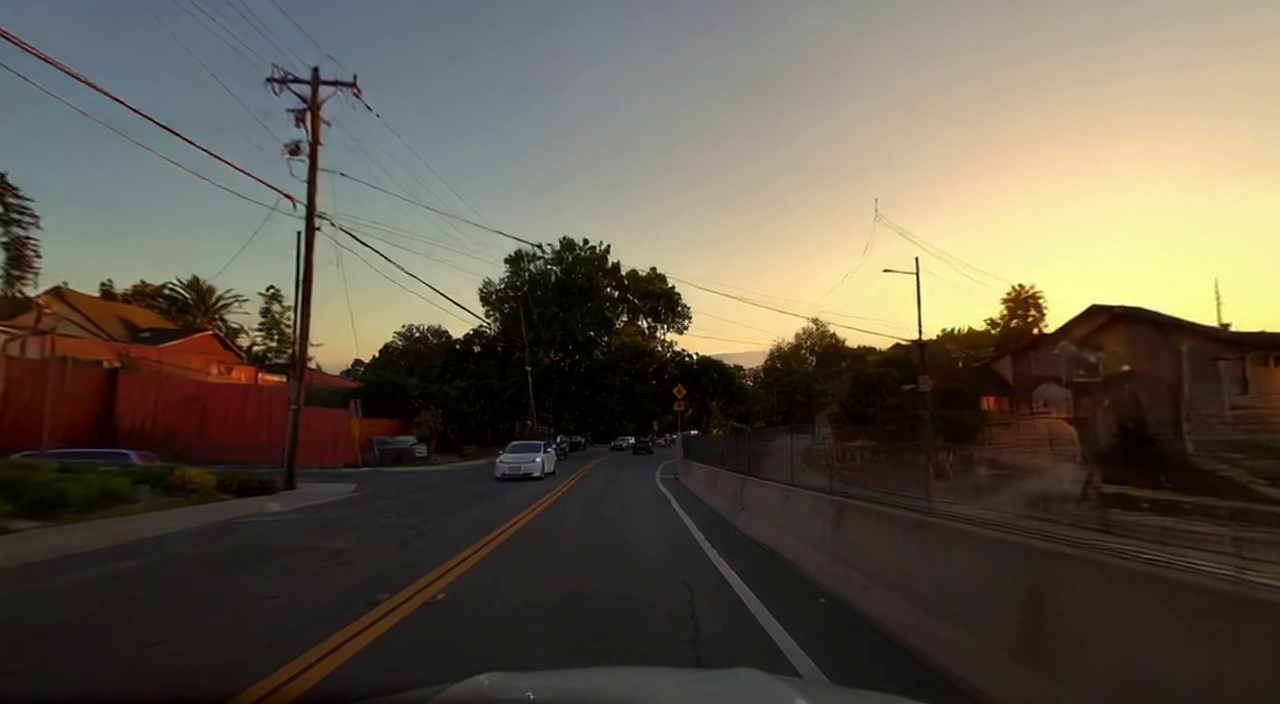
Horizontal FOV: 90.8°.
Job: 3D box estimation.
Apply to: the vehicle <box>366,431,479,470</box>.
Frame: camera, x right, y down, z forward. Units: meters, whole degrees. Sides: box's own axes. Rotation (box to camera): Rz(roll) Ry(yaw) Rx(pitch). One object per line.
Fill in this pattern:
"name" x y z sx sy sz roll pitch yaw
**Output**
"vehicle" -10.096 4.609 29.557 4.500 1.674 1.915 8 -11 -42
